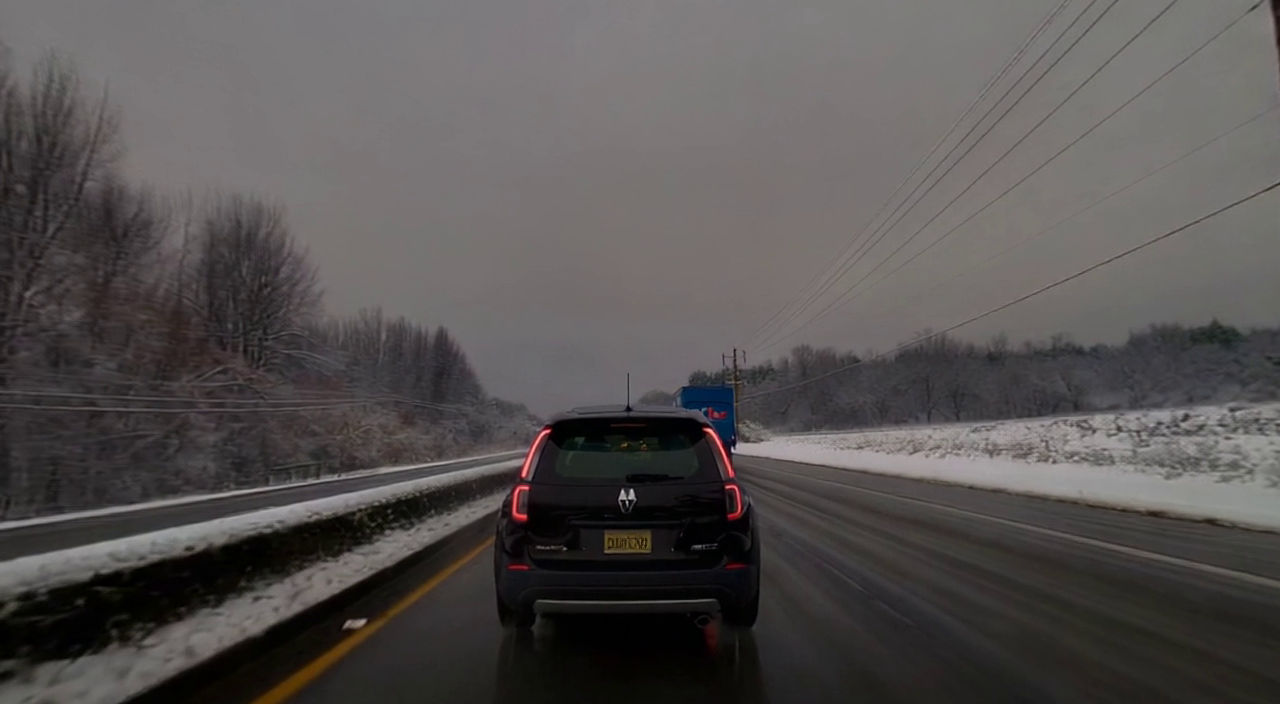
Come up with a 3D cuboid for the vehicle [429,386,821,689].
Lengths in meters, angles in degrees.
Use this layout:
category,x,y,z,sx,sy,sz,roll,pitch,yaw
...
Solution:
category,x,y,z,sx,sy,sz,roll,pitch,yaw
vehicle,-0.134,1.243,5.355,2.062,1.581,3.914,0,-8,-2
